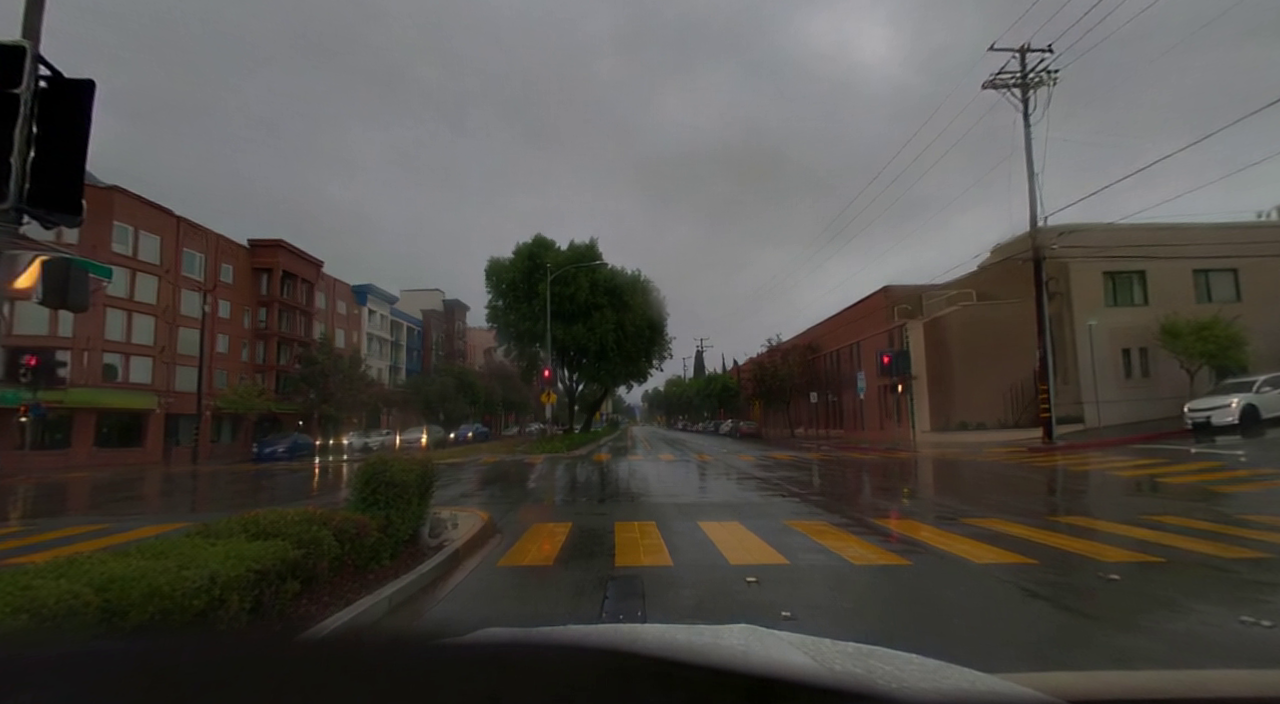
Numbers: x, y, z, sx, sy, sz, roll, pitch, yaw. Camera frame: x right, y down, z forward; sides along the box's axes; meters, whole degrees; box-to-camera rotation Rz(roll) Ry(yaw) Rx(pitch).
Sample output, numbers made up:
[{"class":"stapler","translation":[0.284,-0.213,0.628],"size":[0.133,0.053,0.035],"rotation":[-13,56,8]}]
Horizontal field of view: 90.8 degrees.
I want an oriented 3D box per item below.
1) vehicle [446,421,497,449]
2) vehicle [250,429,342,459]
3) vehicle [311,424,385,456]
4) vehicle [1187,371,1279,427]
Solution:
[{"class":"vehicle","translation":[-11.678,5.831,44.080],"size":[2.118,1.809,4.591],"rotation":[0,-8,2]},{"class":"vehicle","translation":[-18.059,4.897,33.530],"size":[1.939,1.430,5.533],"rotation":[0,-8,-2]},{"class":"vehicle","translation":[-18.261,5.588,39.863],"size":[2.225,1.871,5.189],"rotation":[0,-8,0]},{"class":"vehicle","translation":[22.364,1.572,22.243],"size":[4.531,1.753,1.964],"rotation":[-2,-2,-5]}]
